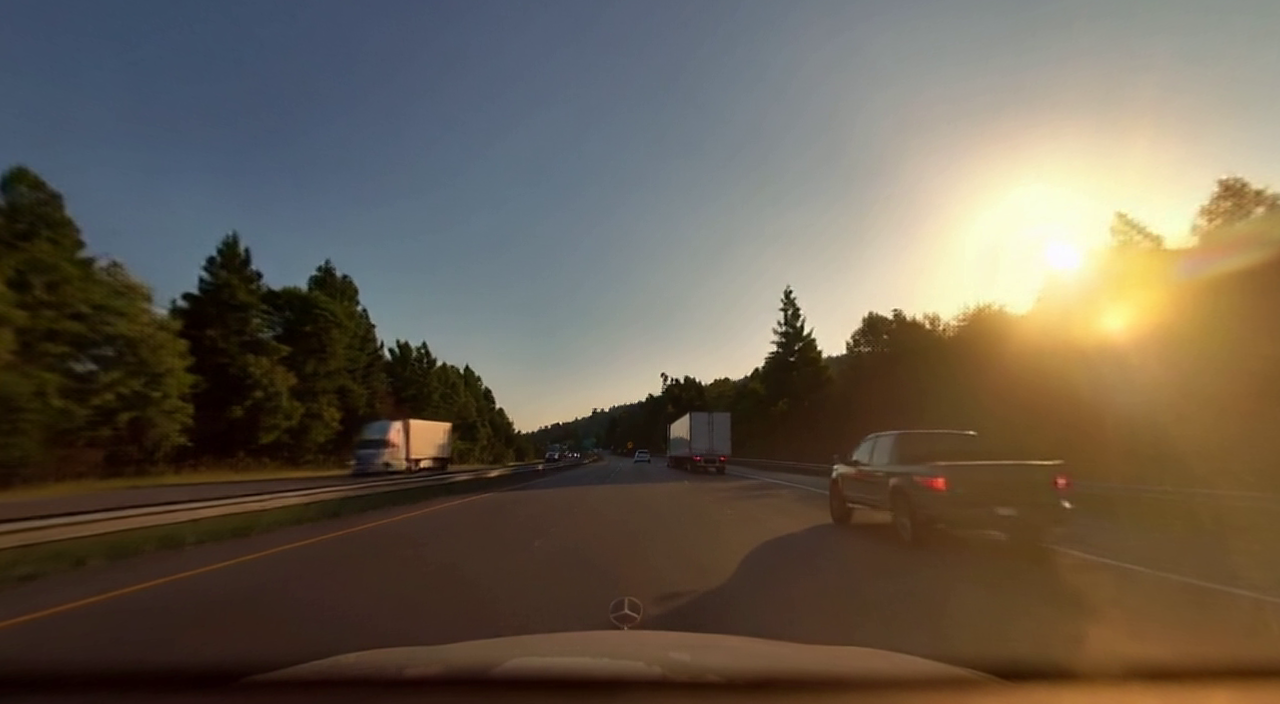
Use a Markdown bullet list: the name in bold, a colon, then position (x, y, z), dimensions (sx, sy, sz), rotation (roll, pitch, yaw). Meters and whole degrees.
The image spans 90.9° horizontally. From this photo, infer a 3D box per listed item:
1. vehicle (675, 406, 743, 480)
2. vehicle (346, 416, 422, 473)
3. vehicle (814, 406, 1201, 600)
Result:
- **vehicle**: position (4.085, 5.779, 39.801), dimensions (3.117, 3.971, 10.593), rotation (1, -9, 0)
- **vehicle**: position (-18.986, 6.908, 47.160), dimensions (2.947, 3.912, 5.781), rotation (1, -9, 1)
- **vehicle**: position (3.761, 1.625, 7.592), dimensions (2.096, 1.653, 4.185), rotation (0, -9, 0)
